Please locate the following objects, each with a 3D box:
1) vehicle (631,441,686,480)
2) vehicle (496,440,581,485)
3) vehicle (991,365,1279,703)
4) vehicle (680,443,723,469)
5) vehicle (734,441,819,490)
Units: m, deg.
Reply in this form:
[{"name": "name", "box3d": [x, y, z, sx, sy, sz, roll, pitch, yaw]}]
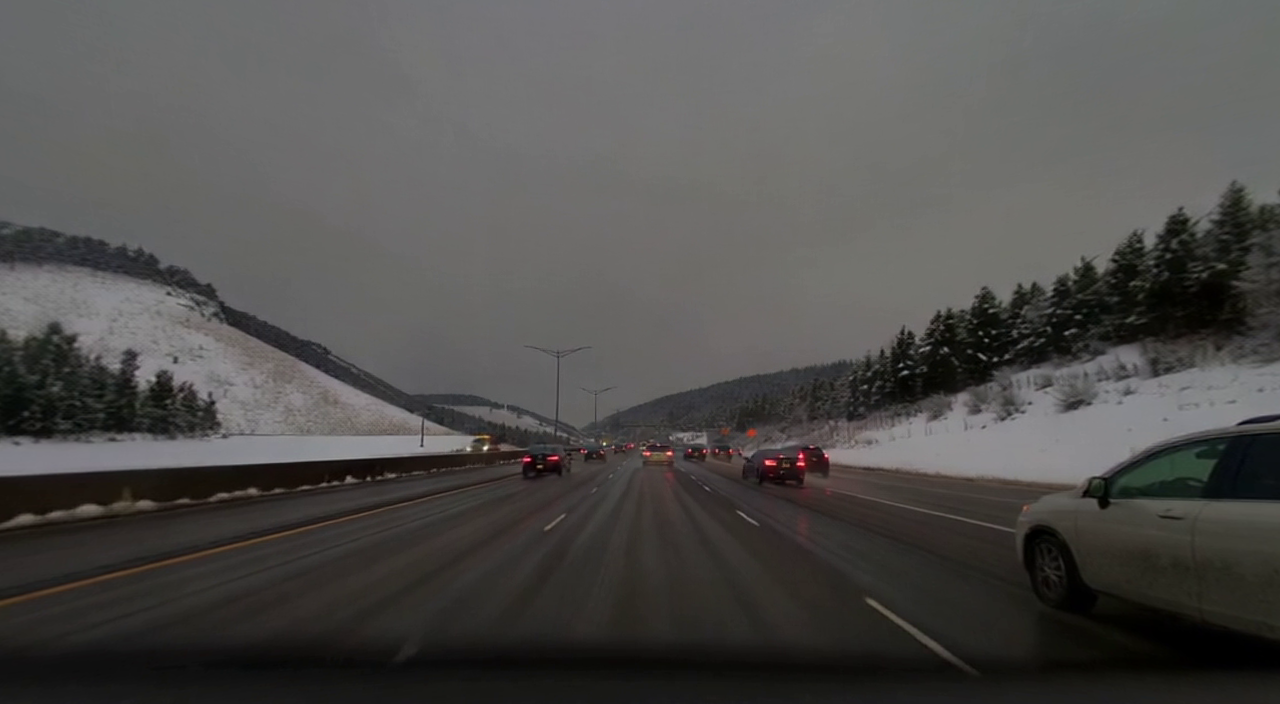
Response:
[{"name": "vehicle", "box3d": [0.738, 4.568, 26.905, 2.138, 1.473, 4.392, 0, -8, 0]}, {"name": "vehicle", "box3d": [-3.521, 3.927, 22.740, 2.232, 1.438, 4.163, -1, -8, 2]}, {"name": "vehicle", "box3d": [3.857, 0.885, 2.734, 2.018, 1.670, 4.658, 0, -8, 1]}, {"name": "vehicle", "box3d": [3.693, 6.329, 38.469, 2.177, 1.453, 4.205, 0, -8, 0]}, {"name": "vehicle", "box3d": [4.544, 3.822, 21.589, 1.867, 1.465, 4.093, 0, -8, -2]}]
